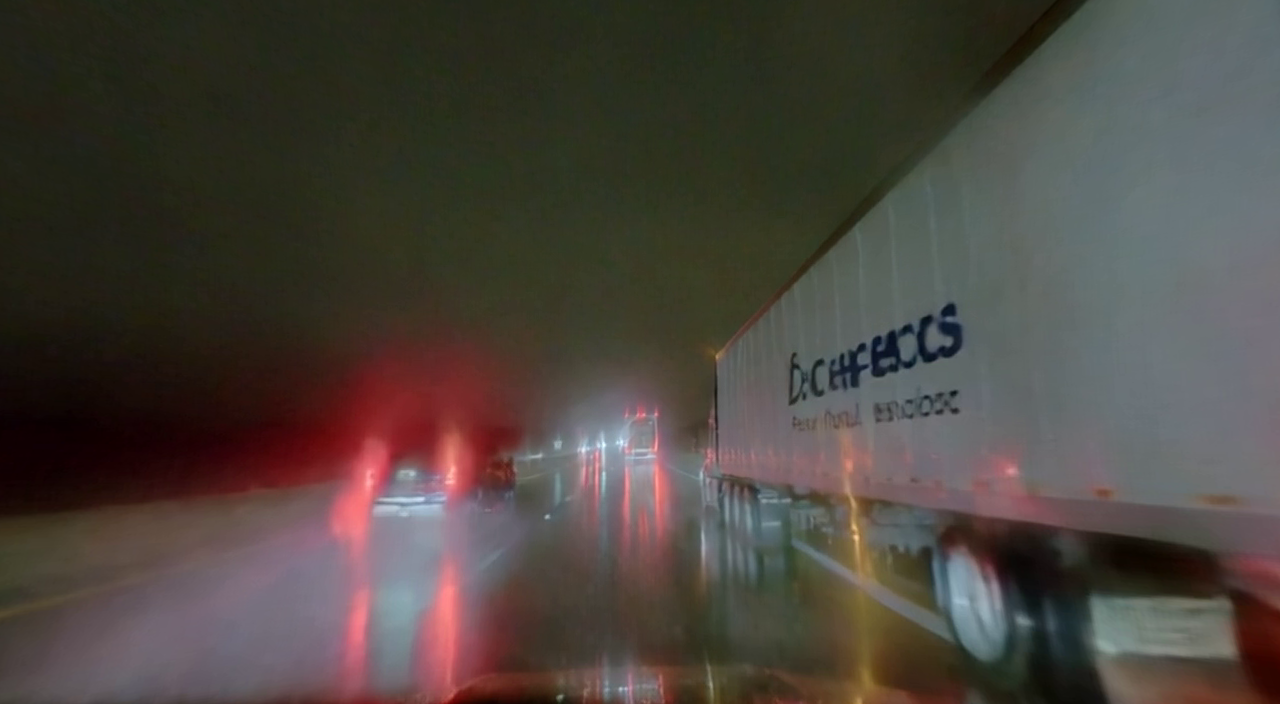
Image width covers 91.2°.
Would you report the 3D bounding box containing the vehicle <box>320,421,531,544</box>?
[{"bbox_3d":[-3.368,2.155,10.926,2.160,1.691,4.243,0,-9,0],"label":"vehicle"}]
